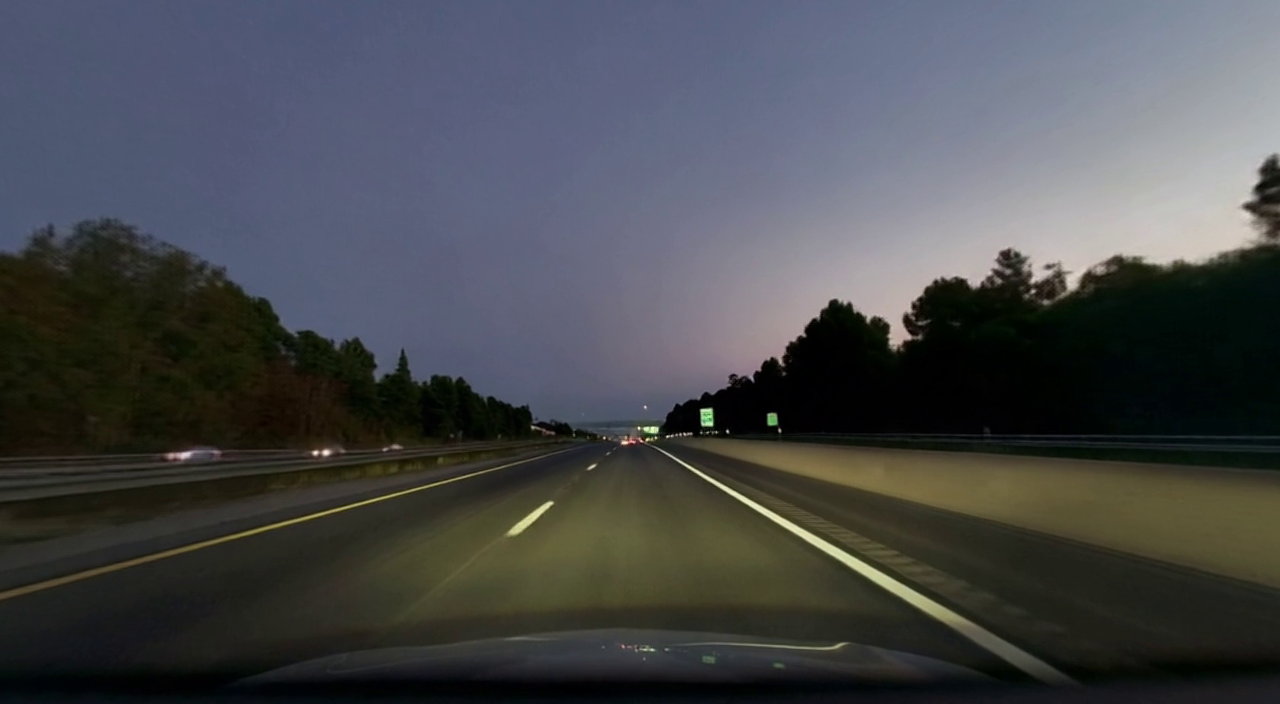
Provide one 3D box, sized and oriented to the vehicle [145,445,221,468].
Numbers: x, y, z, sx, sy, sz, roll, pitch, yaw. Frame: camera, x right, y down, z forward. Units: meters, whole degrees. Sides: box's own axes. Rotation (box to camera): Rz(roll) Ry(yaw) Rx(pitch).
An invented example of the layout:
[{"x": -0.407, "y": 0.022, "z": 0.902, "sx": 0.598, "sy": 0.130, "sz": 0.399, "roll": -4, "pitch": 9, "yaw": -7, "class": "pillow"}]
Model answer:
[{"x": -32.989, "y": 7.566, "z": 45.662, "sx": 1.861, "sy": 1.498, "sz": 4.712, "roll": 0, "pitch": -8, "yaw": 1, "class": "vehicle"}]
